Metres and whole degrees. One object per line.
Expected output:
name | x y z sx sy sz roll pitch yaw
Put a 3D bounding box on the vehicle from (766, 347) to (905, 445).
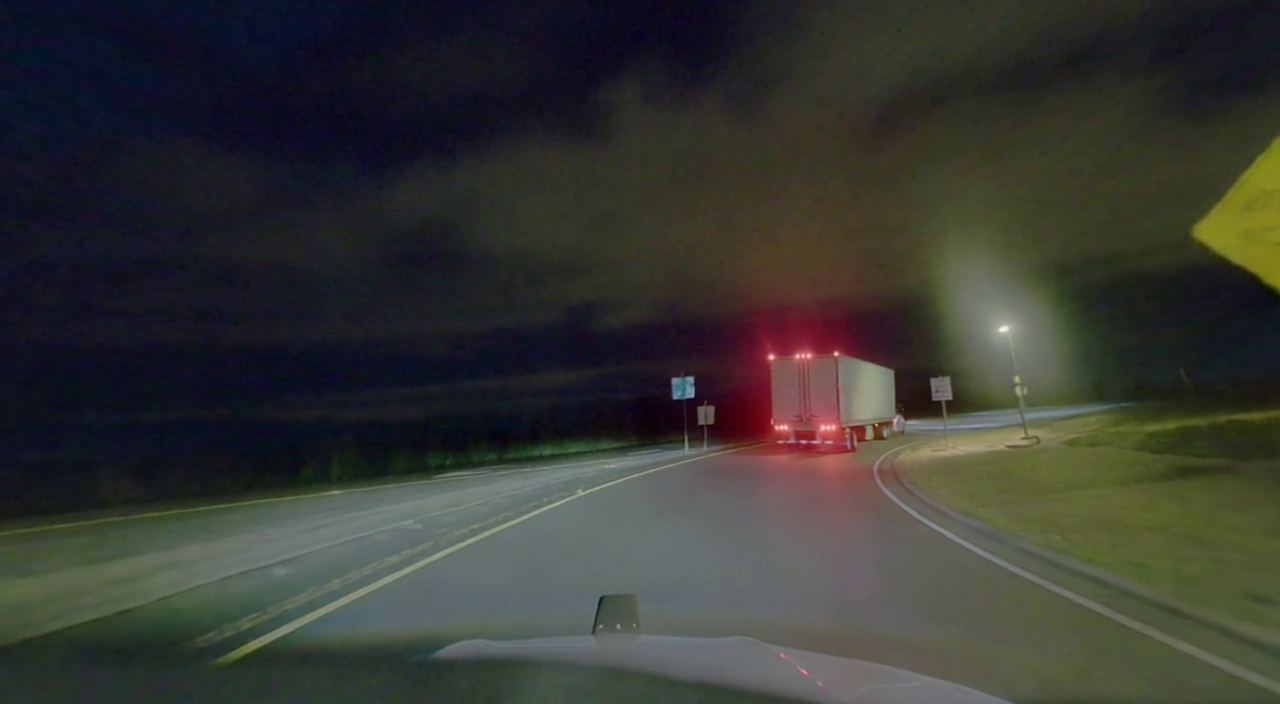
vehicle | 9.366 2.362 28.967 2.837 3.712 10.484 -6 -10 35
